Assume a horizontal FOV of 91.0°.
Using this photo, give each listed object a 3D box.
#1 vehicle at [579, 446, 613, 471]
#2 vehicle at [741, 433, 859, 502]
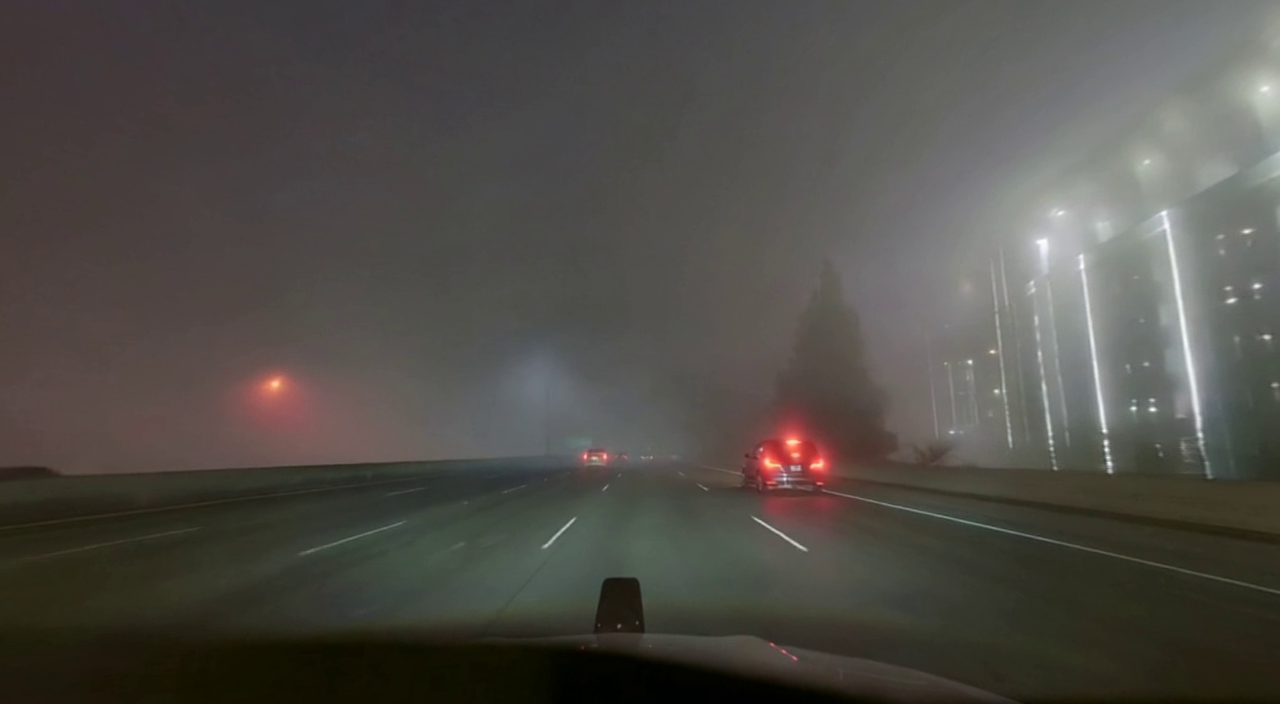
[{"bbox_3d":[-3.113,7.673,45.625,2.075,1.721,4.763,0,-9,0],"label":"vehicle"},{"bbox_3d":[4.503,3.335,18.584,2.170,1.733,4.631,0,-9,-1],"label":"vehicle"}]
